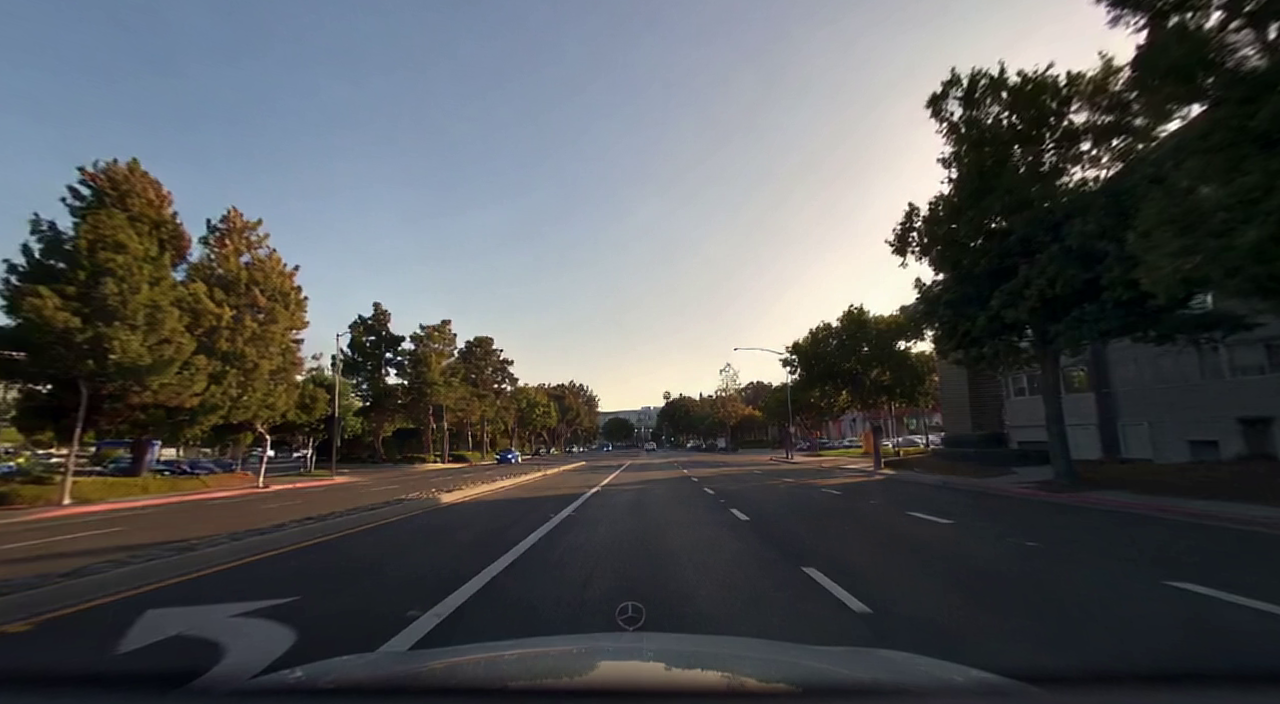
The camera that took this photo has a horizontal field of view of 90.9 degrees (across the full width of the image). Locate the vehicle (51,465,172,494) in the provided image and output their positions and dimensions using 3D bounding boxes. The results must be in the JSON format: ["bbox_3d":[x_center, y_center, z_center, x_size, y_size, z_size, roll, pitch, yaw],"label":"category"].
[{"bbox_3d":[-28.884,6.973,34.589,4.678,1.384,1.920,1,-8,-7],"label":"vehicle"}]
